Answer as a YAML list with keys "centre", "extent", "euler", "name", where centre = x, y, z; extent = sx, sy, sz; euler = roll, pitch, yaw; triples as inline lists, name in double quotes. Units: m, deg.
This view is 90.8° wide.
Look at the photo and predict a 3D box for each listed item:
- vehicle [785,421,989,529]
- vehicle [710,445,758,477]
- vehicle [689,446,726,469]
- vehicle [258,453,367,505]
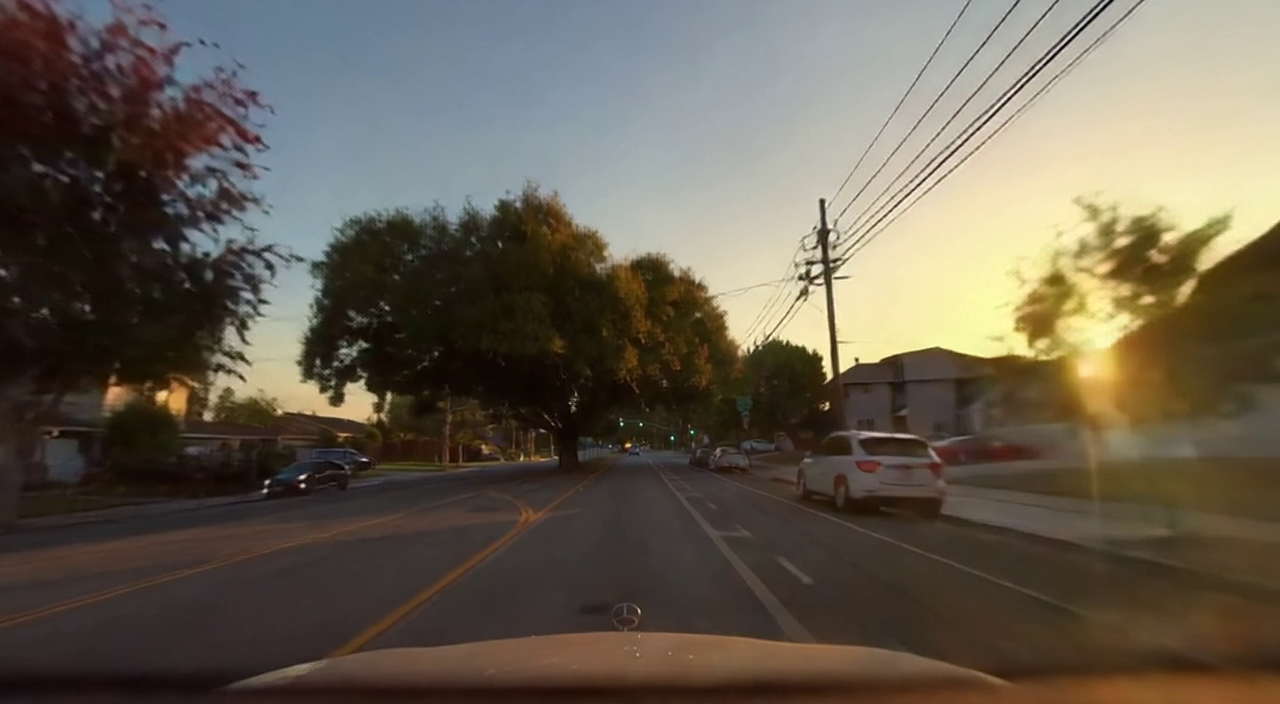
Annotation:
- centre: [4.728, 2.434, 13.102]
  extent: [2.180, 1.782, 4.790]
  euler: [0, -8, -1]
  name: "vehicle"
- centre: [4.770, 5.587, 32.646]
  extent: [1.875, 1.540, 3.402]
  euler: [0, -8, -1]
  name: "vehicle"
- centre: [4.654, 7.346, 44.104]
  extent: [2.065, 1.463, 4.814]
  euler: [-1, -8, 1]
  name: "vehicle"
- centre: [-12.342, 4.761, 24.126]
  extent: [1.939, 1.537, 4.197]
  euler: [-3, -7, 0]
  name: "vehicle"
